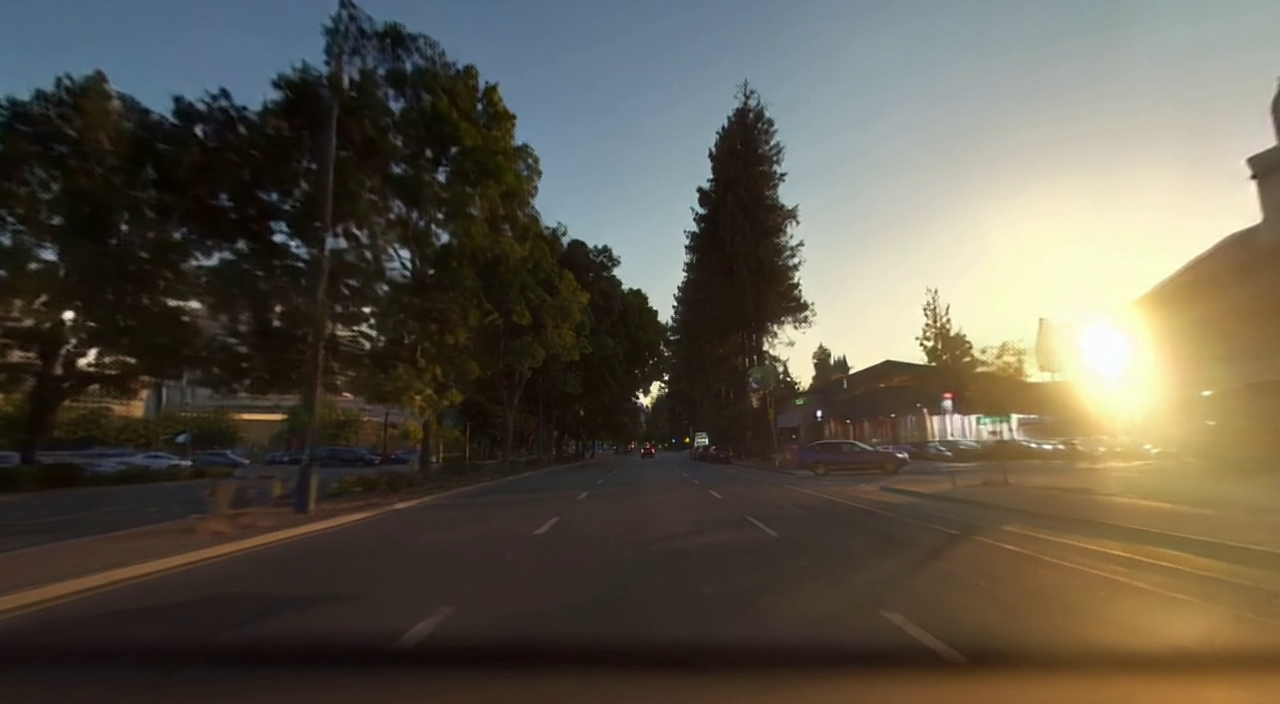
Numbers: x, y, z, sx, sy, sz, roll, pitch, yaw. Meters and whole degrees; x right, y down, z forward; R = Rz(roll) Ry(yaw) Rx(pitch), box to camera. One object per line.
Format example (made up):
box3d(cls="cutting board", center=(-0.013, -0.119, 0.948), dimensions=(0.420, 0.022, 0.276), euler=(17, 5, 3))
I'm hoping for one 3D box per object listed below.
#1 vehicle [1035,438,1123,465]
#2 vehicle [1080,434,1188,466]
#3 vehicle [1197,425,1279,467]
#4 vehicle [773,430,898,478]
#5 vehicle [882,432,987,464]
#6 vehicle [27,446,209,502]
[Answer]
box3d(cls="vehicle", center=(29.824, 6.760, 42.922), dimensions=(4.342, 1.713, 2.036), euler=(-1, -8, 2))
box3d(cls="vehicle", center=(29.342, 5.827, 37.571), dimensions=(4.641, 1.816, 1.954), euler=(0, -8, 2))
box3d(cls="vehicle", center=(29.512, 4.416, 29.693), dimensions=(4.457, 1.898, 2.074), euler=(0, -8, 0))
box3d(cls="vehicle", center=(9.200, 4.804, 29.828), dimensions=(5.329, 2.114, 2.325), euler=(-3, -9, 18))
box3d(cls="vehicle", center=(16.803, 5.522, 36.170), dimensions=(4.897, 1.739, 2.259), euler=(-1, -8, 2))
box3d(cls="vehicle", center=(-19.175, 4.444, 23.600), dimensions=(2.317, 1.830, 5.142), euler=(0, -8, 1))
